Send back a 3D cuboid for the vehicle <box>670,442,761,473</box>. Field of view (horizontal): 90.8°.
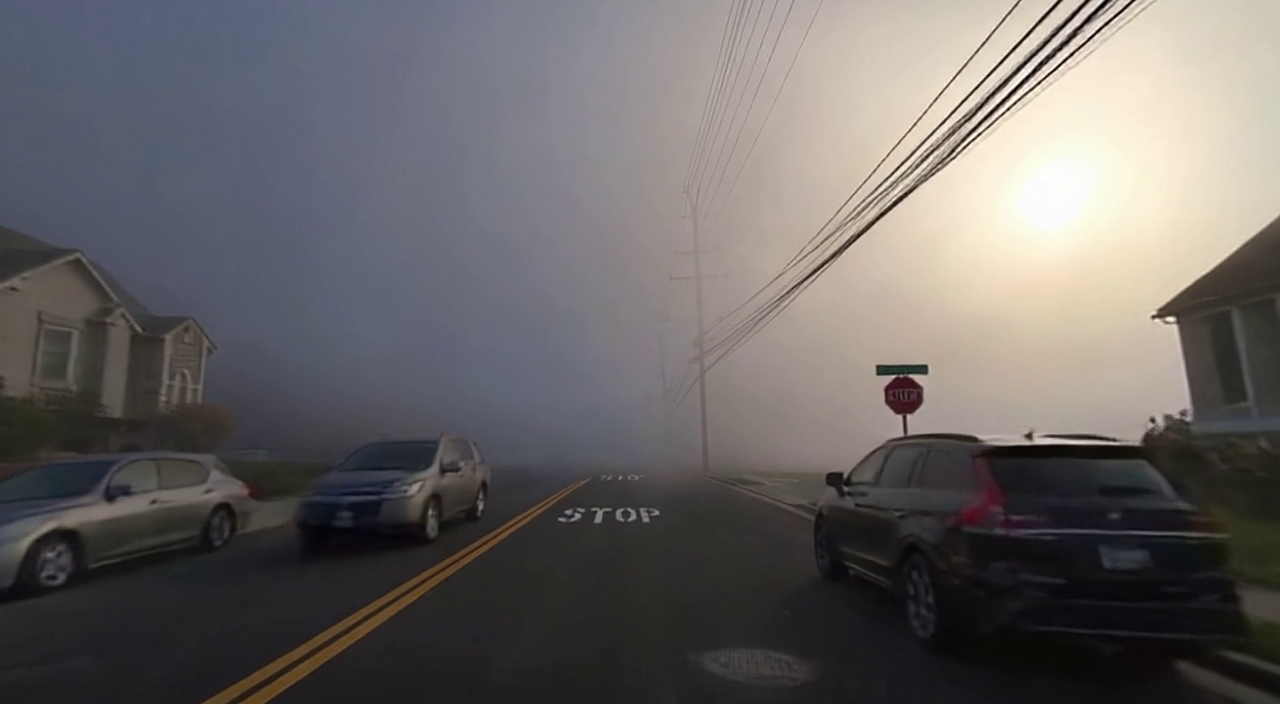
[{"bbox_3d":[5.027,7.069,42.322,5.578,1.842,2.300,4,-10,-12],"label":"vehicle"}]

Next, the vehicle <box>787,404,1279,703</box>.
[{"bbox_3d":[2.729,1.325,4.961,2.080,1.531,4.415,0,-9,0],"label":"vehicle"}]

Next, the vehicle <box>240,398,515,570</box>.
[{"bbox_3d":[-3.488,1.858,9.636,2.277,1.970,4.512,0,-9,-1],"label":"vehicle"}]

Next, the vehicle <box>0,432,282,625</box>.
[{"bbox_3d":[-6.841,1.900,7.718,2.156,1.728,4.619,-2,-8,2],"label":"vehicle"}]
